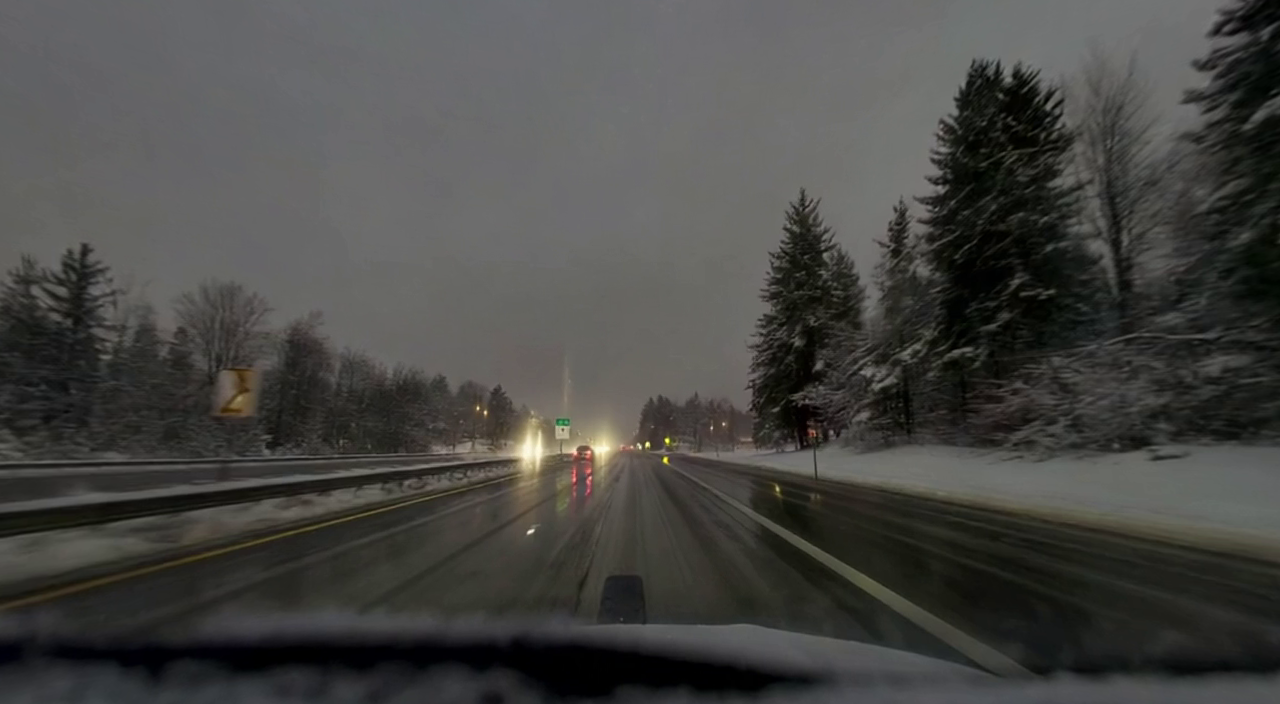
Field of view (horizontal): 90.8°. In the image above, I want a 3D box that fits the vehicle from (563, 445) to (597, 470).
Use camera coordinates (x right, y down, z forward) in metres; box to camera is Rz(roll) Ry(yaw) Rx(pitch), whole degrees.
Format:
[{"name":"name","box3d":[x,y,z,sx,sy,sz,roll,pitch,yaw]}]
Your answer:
[{"name":"vehicle","box3d":[-3.813,6.752,40.499,1.835,1.531,3.811,0,-9,-1]}]
